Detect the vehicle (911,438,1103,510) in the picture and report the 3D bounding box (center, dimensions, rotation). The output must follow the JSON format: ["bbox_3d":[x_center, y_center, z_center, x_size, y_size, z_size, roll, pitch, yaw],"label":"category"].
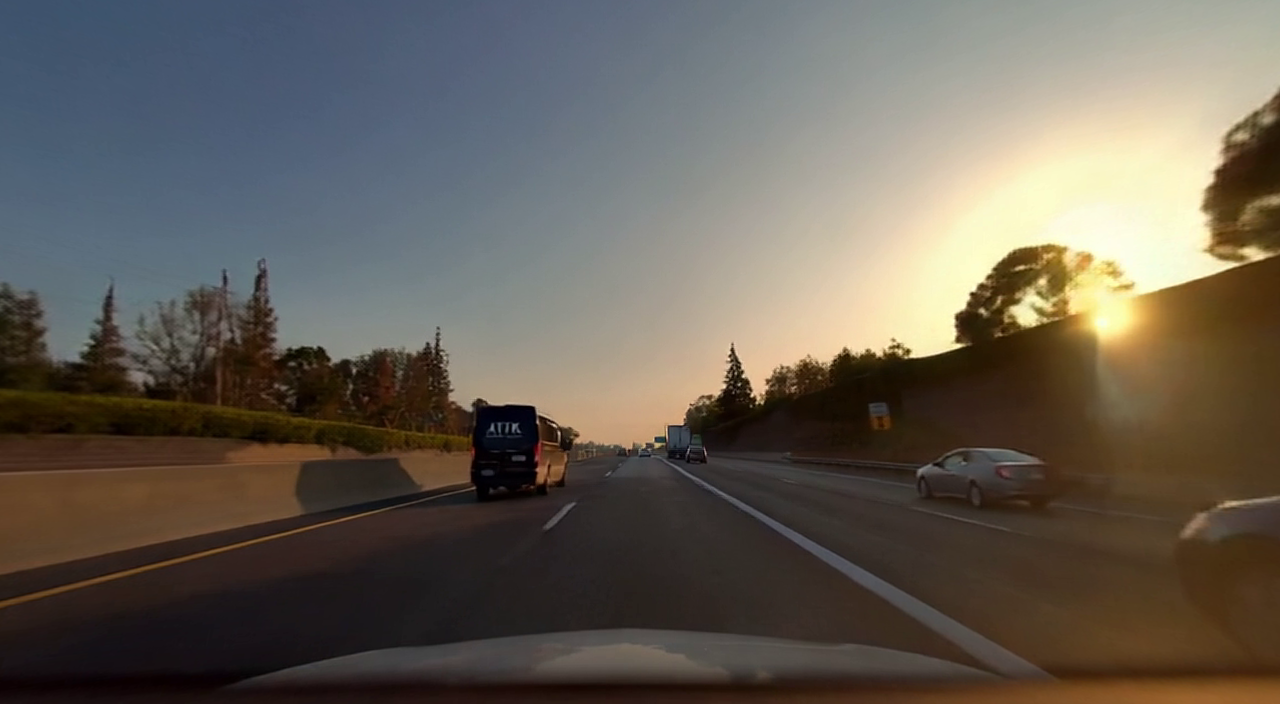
[{"bbox_3d":[8.721,2.918,15.558,1.838,1.490,4.460,0,-9,-3],"label":"vehicle"}]

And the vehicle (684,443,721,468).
[{"bbox_3d":[4.273,7.182,43.838,2.066,1.638,4.158,0,-9,-1],"label":"vehicle"}]

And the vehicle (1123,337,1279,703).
[{"bbox_3d":[3.714,0.540,0.987,2.025,1.706,4.797,0,-9,-1],"label":"vehicle"}]

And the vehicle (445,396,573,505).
[{"bbox_3d":[-3.577,2.937,19.007,2.380,2.648,6.879,0,-9,0],"label":"vehicle"}]
